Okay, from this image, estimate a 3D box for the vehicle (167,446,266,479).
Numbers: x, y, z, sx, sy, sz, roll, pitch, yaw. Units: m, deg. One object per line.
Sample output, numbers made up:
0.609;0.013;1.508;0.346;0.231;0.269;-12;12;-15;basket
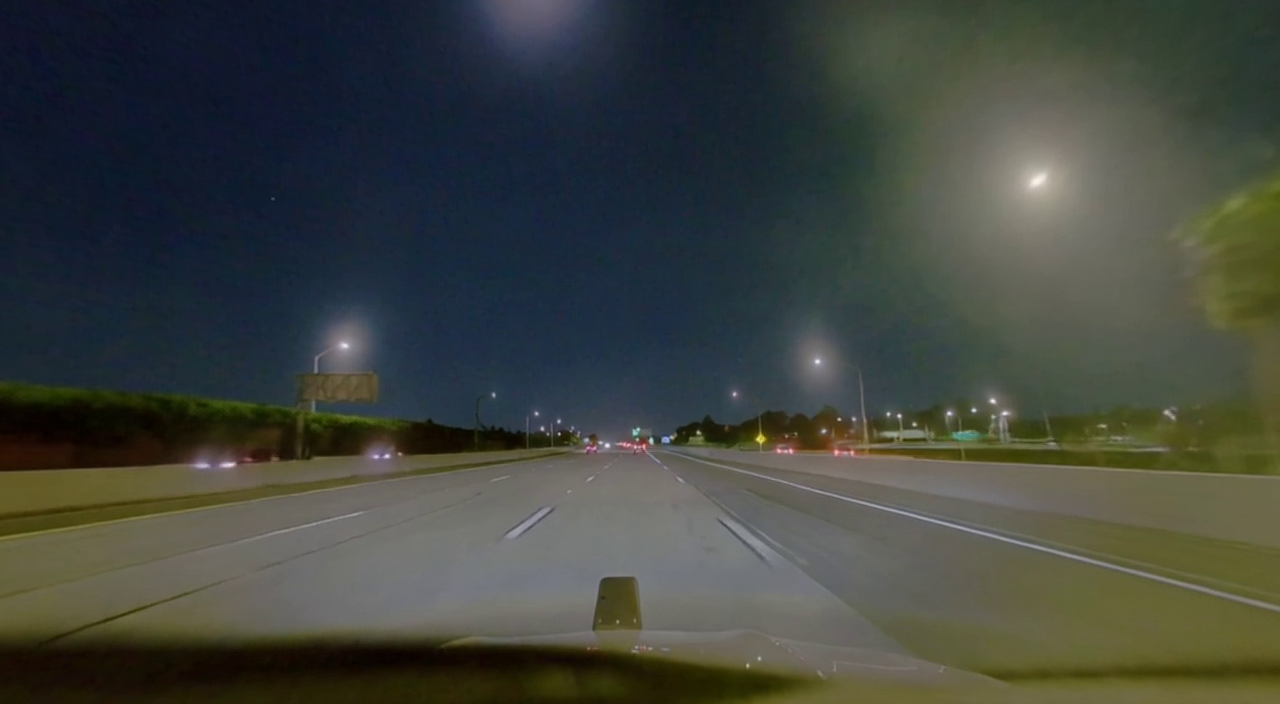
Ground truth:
-21.183;5.509;31.845;1.887;1.551;4.445;0;-8;0;vehicle
